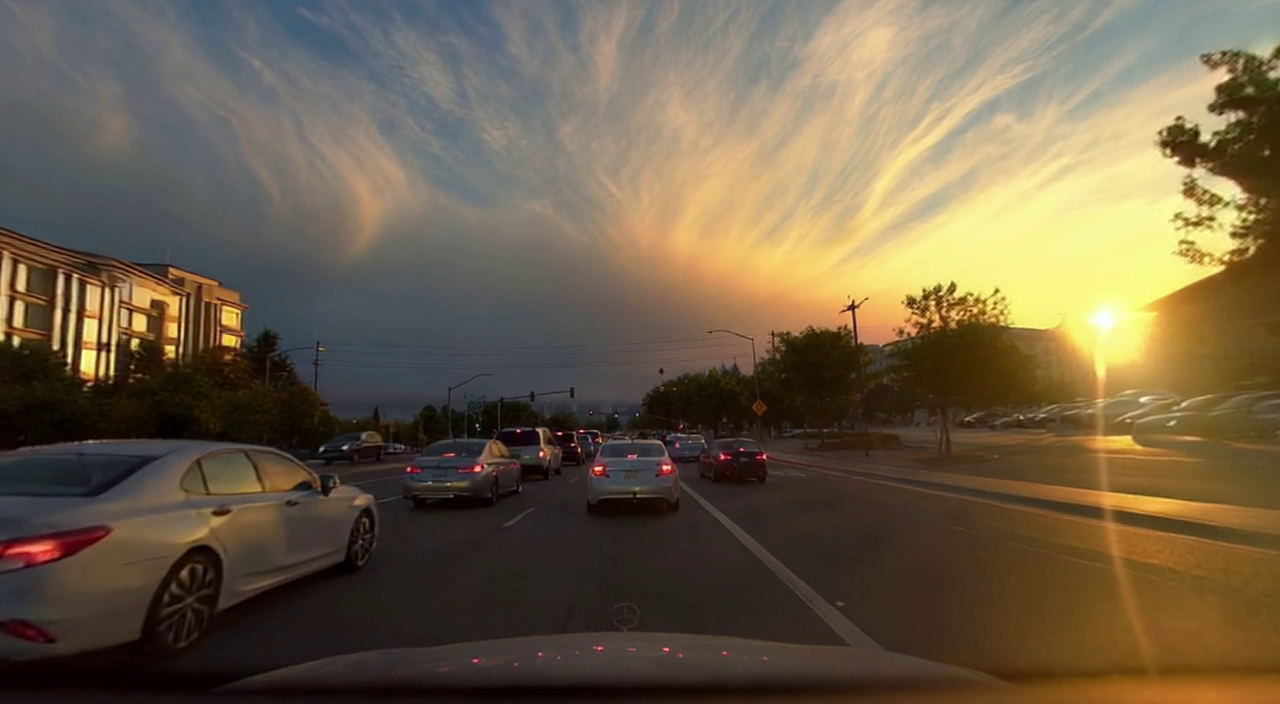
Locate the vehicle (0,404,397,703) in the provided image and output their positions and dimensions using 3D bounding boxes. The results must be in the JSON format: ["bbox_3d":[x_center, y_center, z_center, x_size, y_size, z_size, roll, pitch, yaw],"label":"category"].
[{"bbox_3d":[-3.719,1.273,4.749,2.052,1.475,4.341,0,-8,0],"label":"vehicle"}]

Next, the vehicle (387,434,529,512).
[{"bbox_3d":[-3.862,2.639,14.264,1.985,1.467,4.224,0,-8,0],"label":"vehicle"}]

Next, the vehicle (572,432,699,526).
[{"bbox_3d":[-0.122,2.307,12.073,2.007,1.467,4.059,0,-8,-2],"label":"vehicle"}]

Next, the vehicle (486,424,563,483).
[{"bbox_3d":[-3.985,3.605,22.660,2.054,1.881,4.469,0,-8,-2],"label":"vehicle"}]

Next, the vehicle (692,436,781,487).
[{"bbox_3d":[2.959,3.483,20.398,1.978,1.452,4.381,0,-8,-3],"label":"vehicle"}]
